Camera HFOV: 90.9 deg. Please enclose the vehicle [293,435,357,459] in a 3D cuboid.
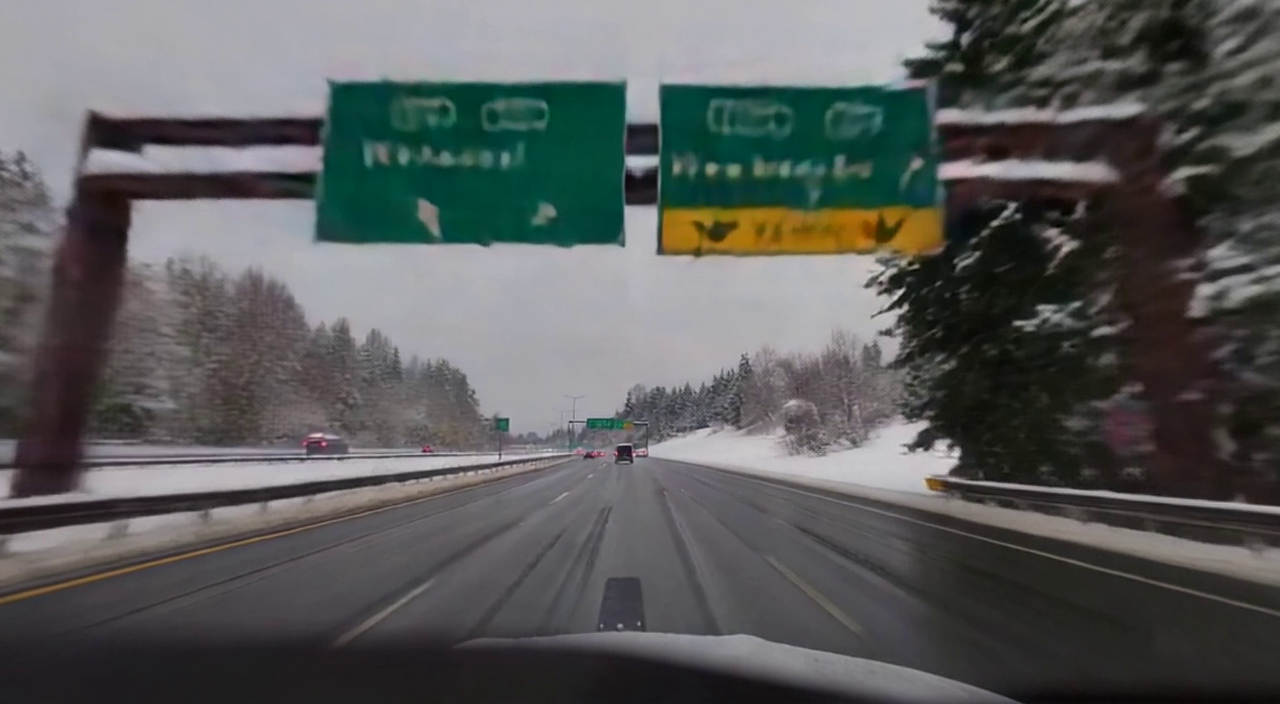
[{"bbox_3d":[-19.653,5.969,39.536,1.901,1.465,4.173,0,-9,-1],"label":"vehicle"}]
